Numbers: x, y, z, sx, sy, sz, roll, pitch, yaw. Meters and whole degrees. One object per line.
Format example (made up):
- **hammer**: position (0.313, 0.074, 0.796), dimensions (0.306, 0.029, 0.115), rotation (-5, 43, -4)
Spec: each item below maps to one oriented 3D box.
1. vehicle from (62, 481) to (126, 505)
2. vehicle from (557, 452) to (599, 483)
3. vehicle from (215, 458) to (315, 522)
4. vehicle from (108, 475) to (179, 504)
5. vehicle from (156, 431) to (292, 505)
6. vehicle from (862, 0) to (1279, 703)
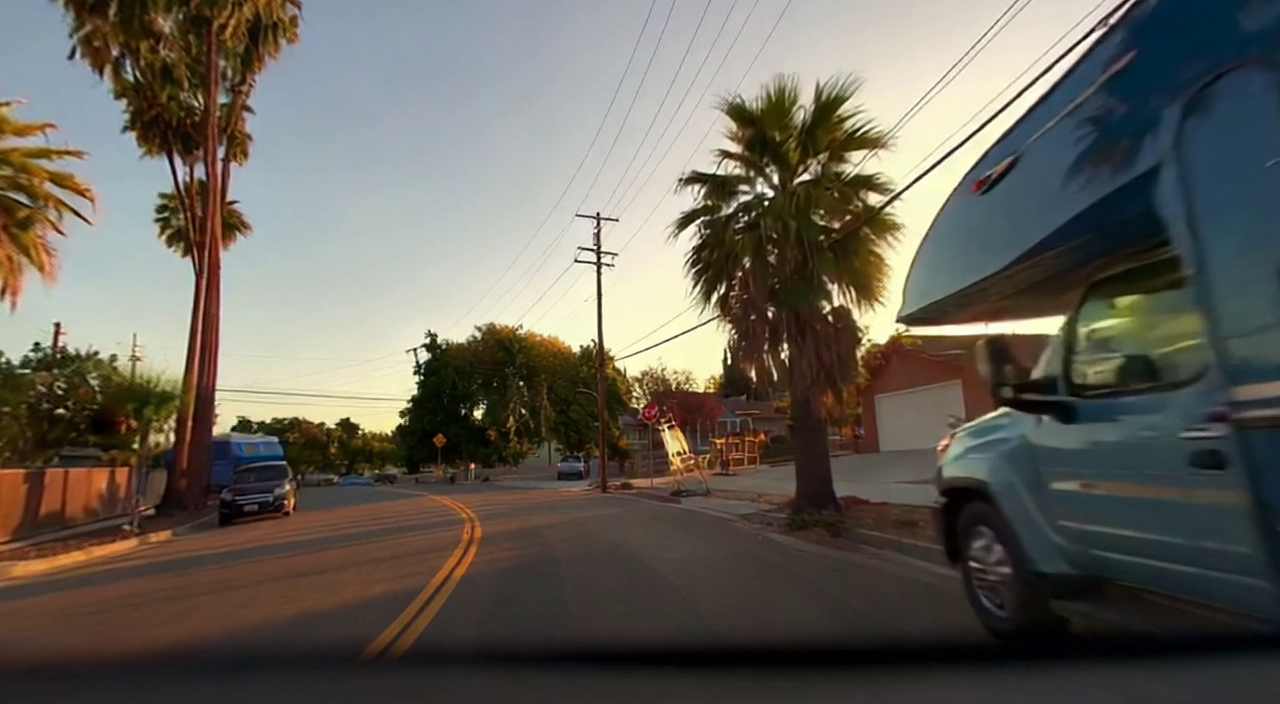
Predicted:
- **vehicle**: position (-40.193, 10.353, 46.489), dimensions (4.164, 1.504, 2.025), rotation (-5, -10, 27)
- **vehicle**: position (-4.417, 7.948, 43.932), dimensions (2.508, 1.887, 5.930), rotation (1, -8, -9)
- **vehicle**: position (-10.917, 3.960, 18.713), dimensions (2.085, 1.545, 4.340), rotation (4, -9, -25)
- **vehicle**: position (-34.343, 9.468, 43.695), dimensions (4.527, 1.732, 2.059), rotation (-5, -9, 27)
- **vehicle**: position (-24.710, 6.653, 37.136), dimensions (11.364, 3.720, 3.216), rotation (-7, -11, 39)
- **vehicle**: position (3.108, -0.211, 0.816), dimensions (2.853, 3.082, 7.767), rotation (0, -8, 1)
